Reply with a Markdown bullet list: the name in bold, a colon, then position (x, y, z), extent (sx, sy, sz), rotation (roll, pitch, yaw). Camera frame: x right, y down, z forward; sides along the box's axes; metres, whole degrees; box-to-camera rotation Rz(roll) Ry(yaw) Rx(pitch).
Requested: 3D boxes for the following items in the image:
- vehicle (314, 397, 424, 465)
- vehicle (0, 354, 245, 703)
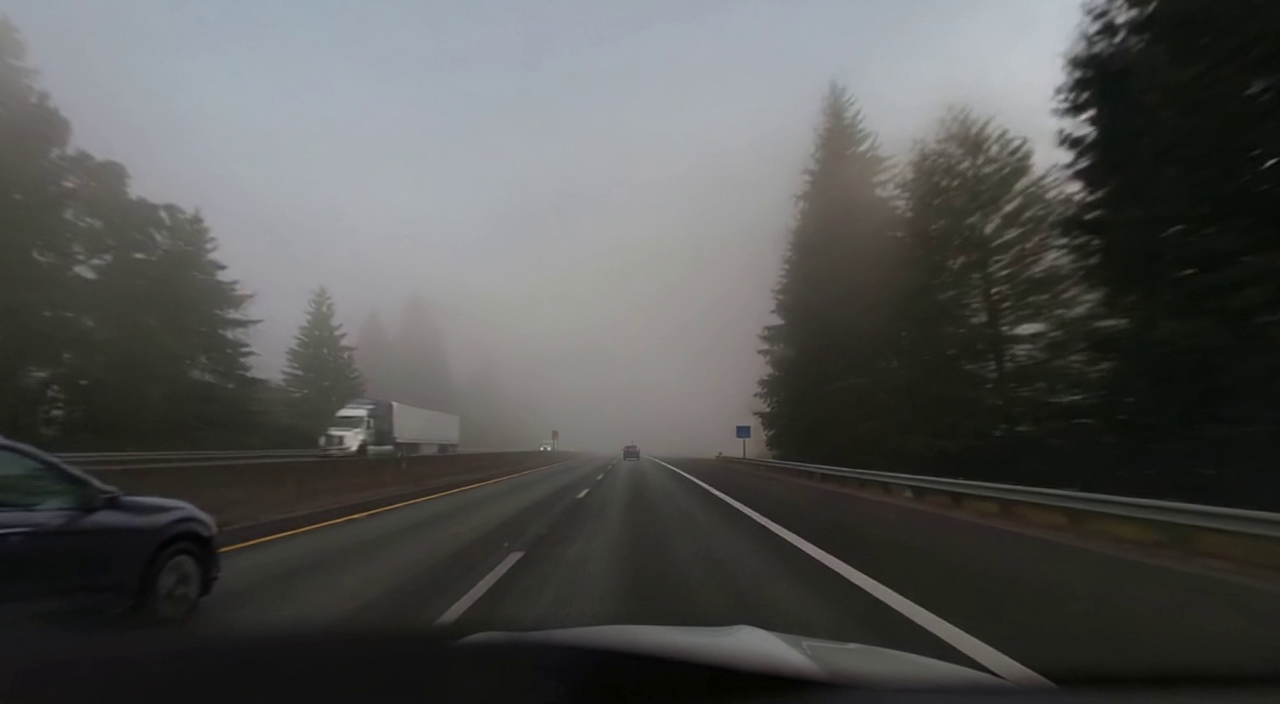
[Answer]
- **vehicle**: position (-17.652, 5.413, 42.044), extent (3.032, 3.990, 10.140), rotation (0, -9, -1)
- **vehicle**: position (-3.995, 0.807, 2.371), extent (2.111, 1.717, 4.426), rotation (0, -9, 0)
